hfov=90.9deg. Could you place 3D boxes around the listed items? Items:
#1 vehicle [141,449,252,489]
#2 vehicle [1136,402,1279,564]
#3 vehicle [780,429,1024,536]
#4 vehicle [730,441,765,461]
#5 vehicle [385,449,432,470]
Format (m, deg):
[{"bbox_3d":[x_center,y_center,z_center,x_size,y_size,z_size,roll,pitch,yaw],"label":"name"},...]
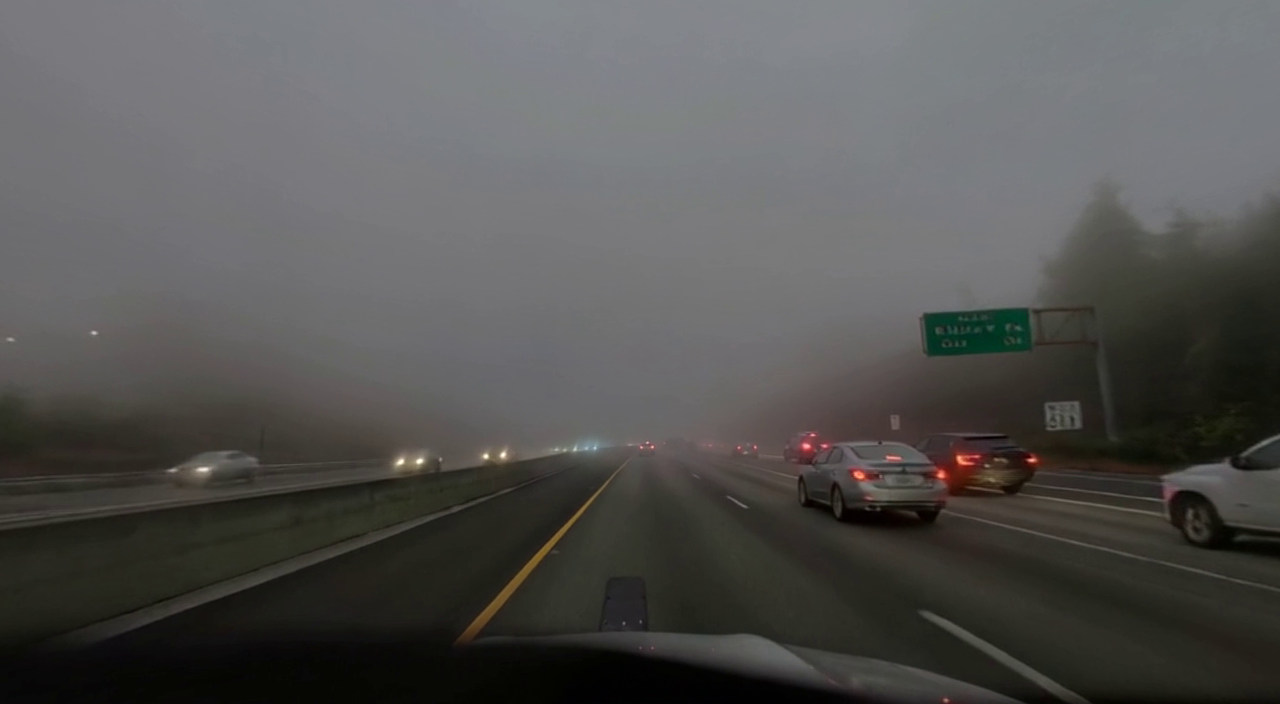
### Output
[{"bbox_3d":[-21.565,5.671,30.945,2.117,1.716,4.533,0,-8,0],"label":"vehicle"},{"bbox_3d":[7.725,1.319,6.210,1.966,1.686,4.532,0,-8,0],"label":"vehicle"},{"bbox_3d":[4.245,2.205,11.426,2.223,1.483,5.075,0,-8,0],"label":"vehicle"},{"bbox_3d":[8.186,7.558,48.375,1.919,1.476,4.303,0,-8,-1],"label":"vehicle"},{"bbox_3d":[-17.555,8.173,48.098,1.882,1.477,4.563,0,-8,0],"label":"vehicle"}]
